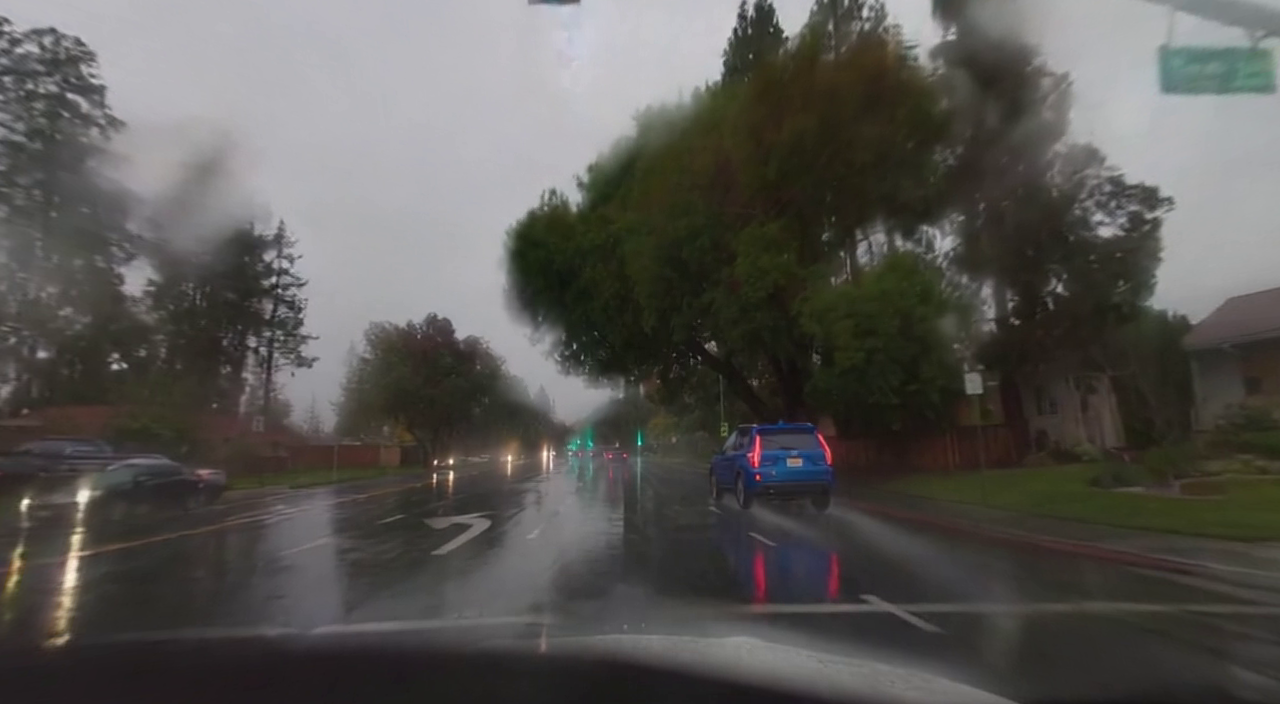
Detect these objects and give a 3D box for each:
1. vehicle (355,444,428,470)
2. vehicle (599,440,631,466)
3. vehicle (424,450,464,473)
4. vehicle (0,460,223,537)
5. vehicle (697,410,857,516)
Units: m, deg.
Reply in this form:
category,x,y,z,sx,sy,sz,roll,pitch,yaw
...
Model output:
category,x,y,z,sx,sy,sz,roll,pitch,yaw
vehicle,-19.558,8.285,49.816,4.928,1.962,2.048,0,-9,-6
vehicle,-1.797,7.021,43.981,2.138,1.729,4.178,0,-8,-4
vehicle,-14.329,7.994,46.267,1.752,1.496,4.468,-3,-9,-4
vehicle,-12.895,3.516,15.765,1.965,1.416,4.613,-4,-9,-3
vehicle,2.990,2.622,15.380,2.338,2.063,5.592,0,-8,-3
